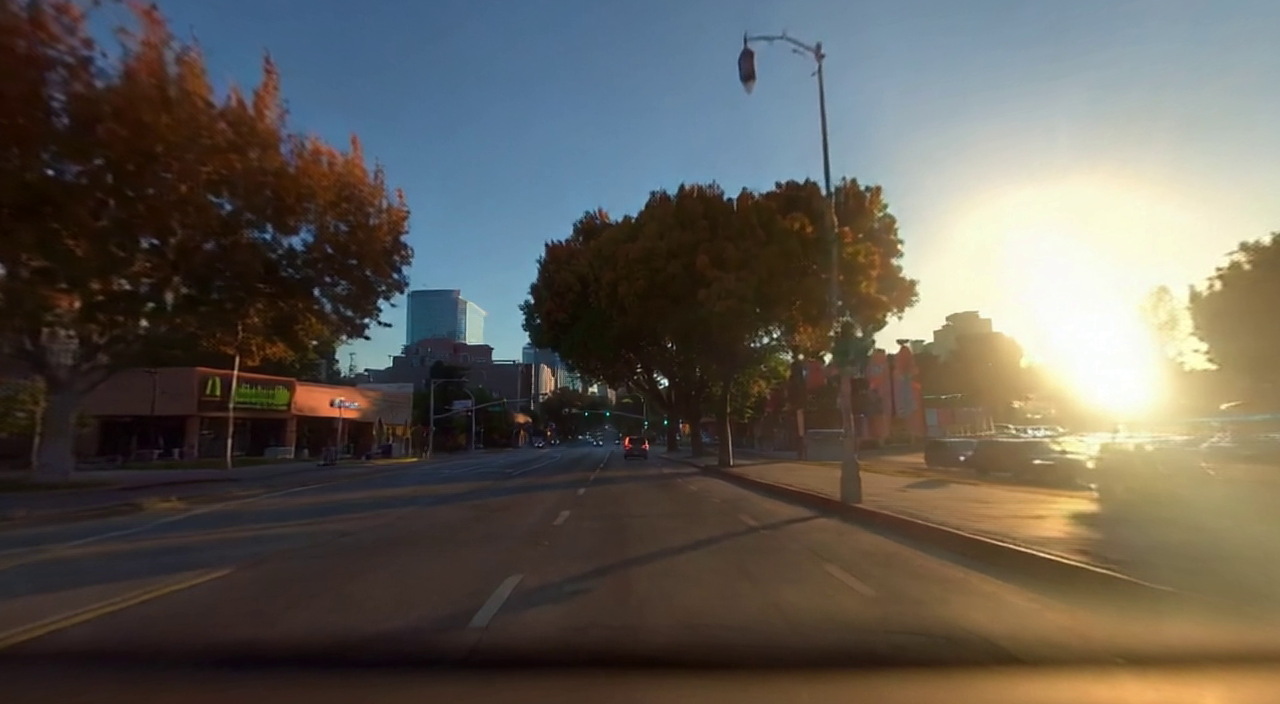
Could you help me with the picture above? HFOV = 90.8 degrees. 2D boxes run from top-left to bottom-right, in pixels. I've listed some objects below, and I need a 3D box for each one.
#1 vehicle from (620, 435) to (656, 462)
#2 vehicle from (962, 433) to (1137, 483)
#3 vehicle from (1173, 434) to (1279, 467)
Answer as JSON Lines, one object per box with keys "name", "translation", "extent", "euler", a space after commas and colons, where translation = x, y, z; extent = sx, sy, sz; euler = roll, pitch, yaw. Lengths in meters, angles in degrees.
{"name": "vehicle", "translation": [-0.187, 6.300, 41.407], "extent": [2.230, 1.683, 4.204], "euler": [0, -8, -1]}
{"name": "vehicle", "translation": [13.381, 3.445, 20.854], "extent": [4.395, 1.497, 1.975], "euler": [0, -7, 0]}
{"name": "vehicle", "translation": [29.777, 4.927, 31.838], "extent": [1.842, 1.495, 4.515], "euler": [1, -8, -1]}
